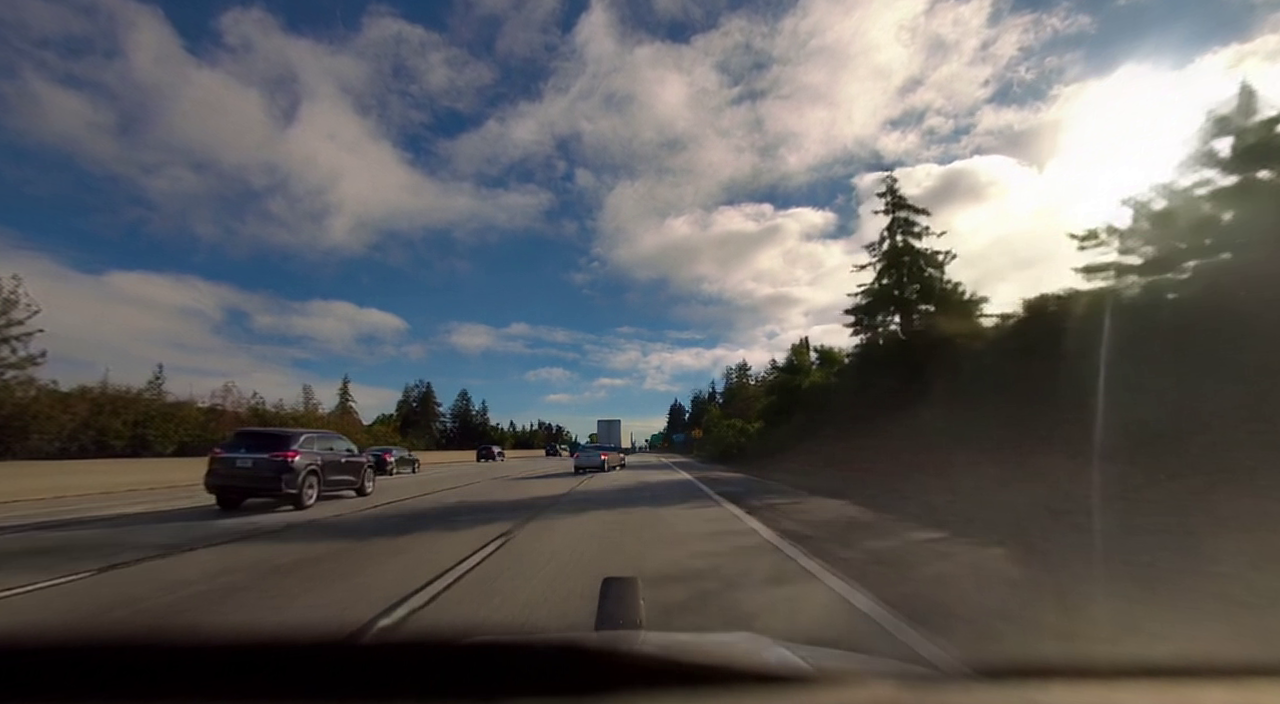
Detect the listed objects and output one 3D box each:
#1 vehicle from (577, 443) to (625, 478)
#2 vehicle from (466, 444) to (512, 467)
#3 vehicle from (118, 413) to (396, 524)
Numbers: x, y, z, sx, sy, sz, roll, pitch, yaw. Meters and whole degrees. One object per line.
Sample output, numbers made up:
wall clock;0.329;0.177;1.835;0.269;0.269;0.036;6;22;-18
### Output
vehicle;-1.790;5.118;30.055;1.931;1.528;4.126;0;-9;1
vehicle;-10.516;7.222;44.241;2.036;1.506;4.358;0;-9;1
vehicle;-7.316;2.305;13.064;2.115;1.778;5.572;0;-9;2
